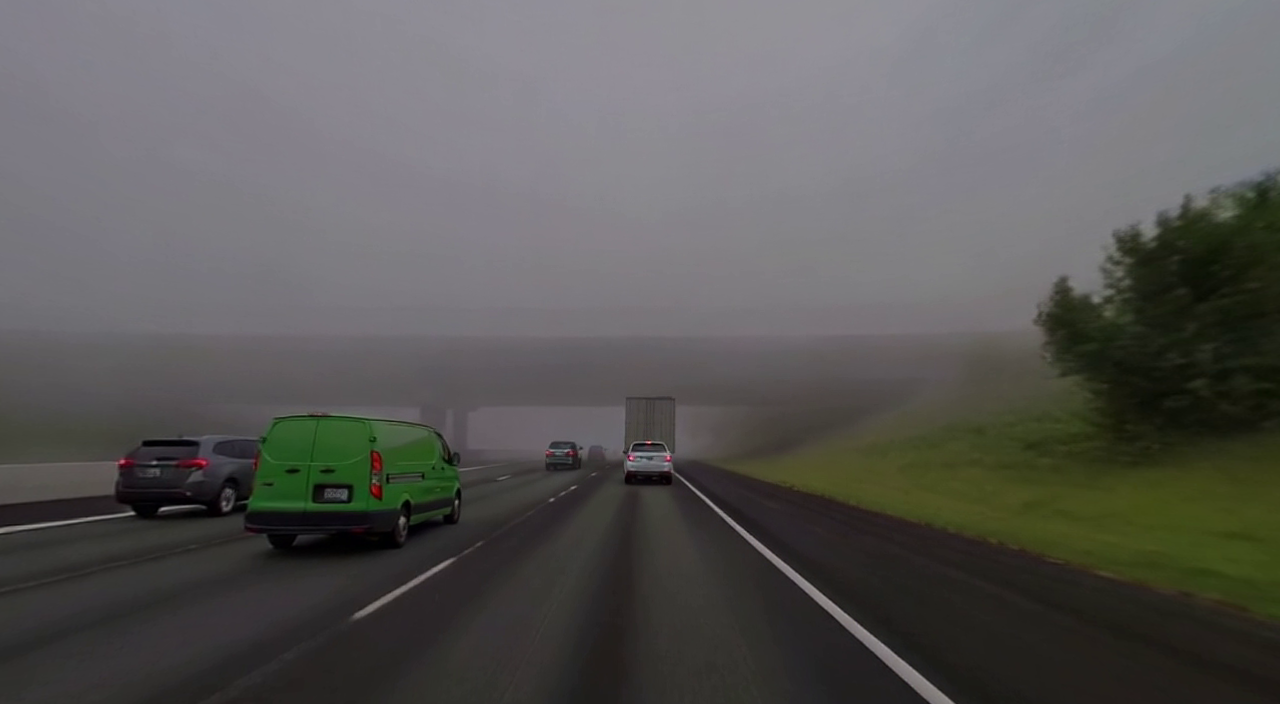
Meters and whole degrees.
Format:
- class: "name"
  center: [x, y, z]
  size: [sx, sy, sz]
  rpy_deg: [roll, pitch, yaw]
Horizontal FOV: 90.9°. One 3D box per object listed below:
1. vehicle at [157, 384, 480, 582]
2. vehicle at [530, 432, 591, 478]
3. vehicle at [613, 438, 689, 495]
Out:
- class: "vehicle"
  center: [-3.580, 1.547, 8.063]
  size: [1.951, 1.882, 3.979]
  rpy_deg: [0, -9, 1]
- class: "vehicle"
  center: [-3.380, 4.509, 27.740]
  size: [2.068, 1.862, 4.234]
  rpy_deg: [0, -9, 1]
- class: "vehicle"
  center: [0.274, 3.288, 18.364]
  size: [1.991, 1.507, 3.391]
  rpy_deg: [0, -9, 0]
